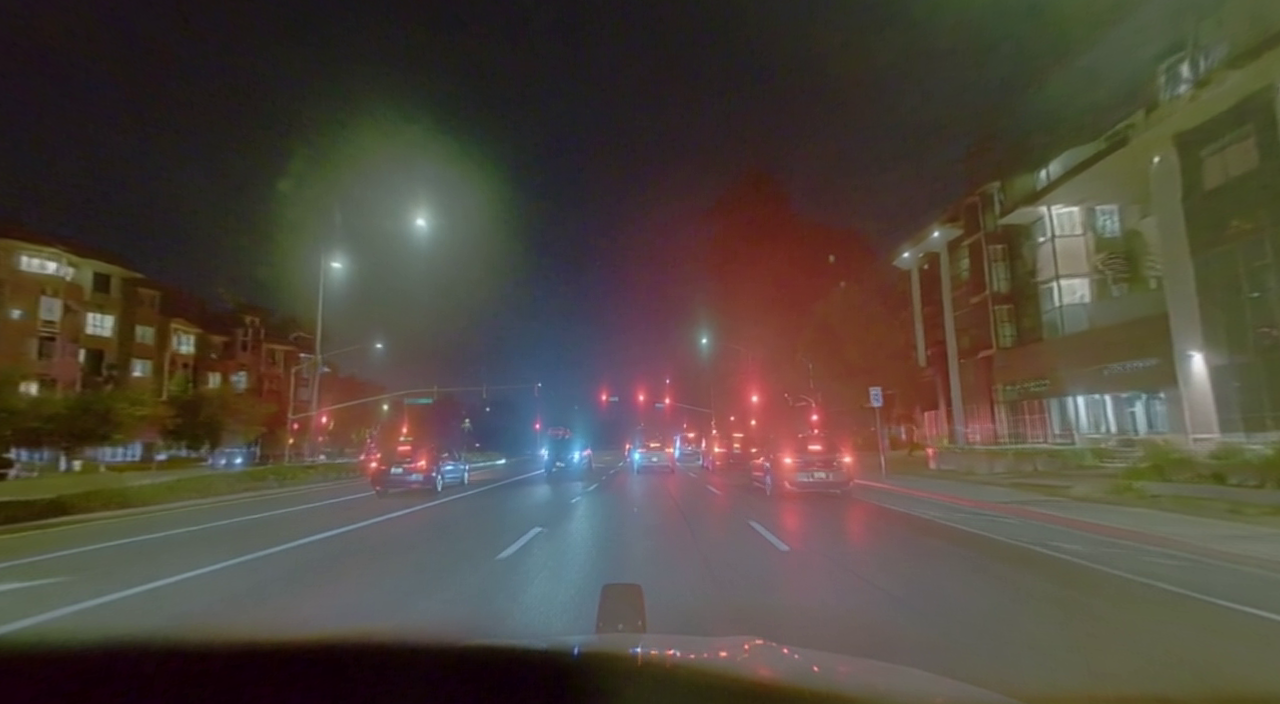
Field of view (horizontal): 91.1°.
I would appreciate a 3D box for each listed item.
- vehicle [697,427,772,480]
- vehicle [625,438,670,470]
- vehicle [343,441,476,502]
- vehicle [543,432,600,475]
[{"bbox_3d":[3.513,3.874,24.313,2.141,1.833,4.704,0,-8,-1],"label":"vehicle"},{"bbox_3d":[0.318,4.883,30.251,2.021,1.461,3.862,0,-8,0],"label":"vehicle"},{"bbox_3d":[-6.175,3.222,17.507,1.926,1.465,4.620,0,-8,0],"label":"vehicle"},{"bbox_3d":[-2.894,4.420,27.539,1.912,1.703,4.261,0,-8,2],"label":"vehicle"}]
